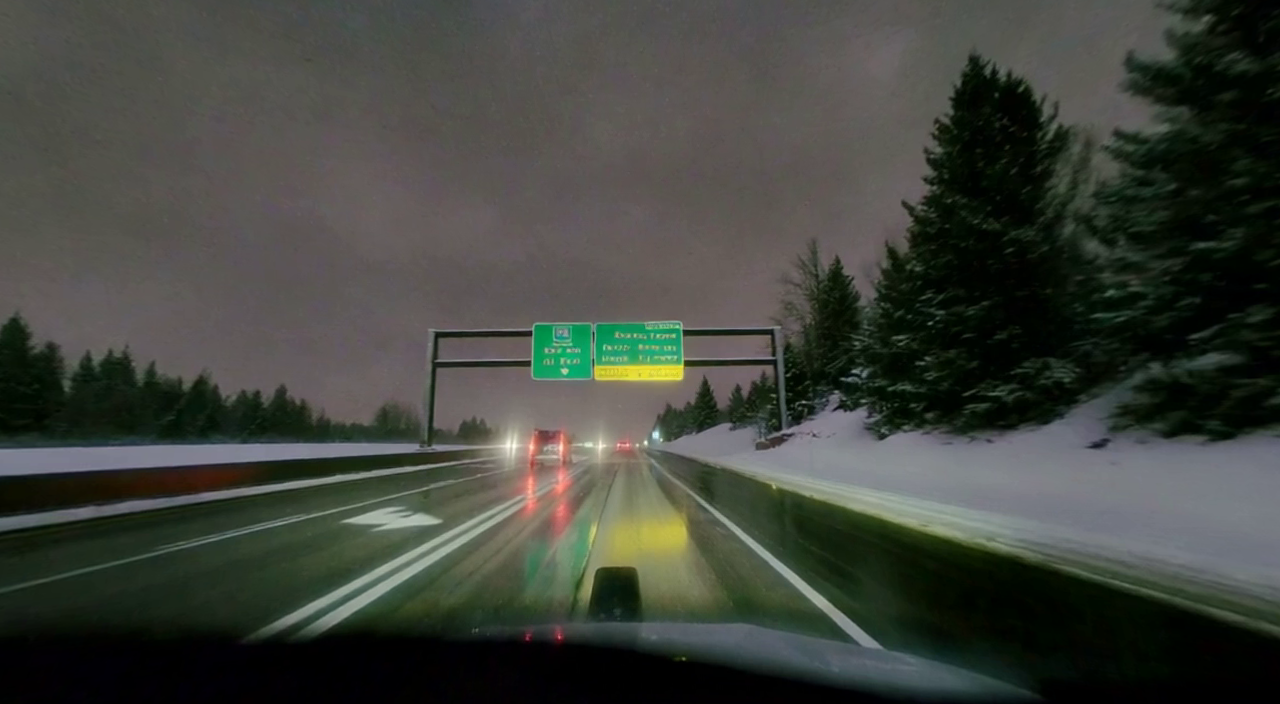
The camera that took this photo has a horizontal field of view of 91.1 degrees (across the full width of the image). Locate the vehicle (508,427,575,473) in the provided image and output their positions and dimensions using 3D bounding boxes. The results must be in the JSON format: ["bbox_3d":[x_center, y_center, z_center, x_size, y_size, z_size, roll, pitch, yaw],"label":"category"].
[{"bbox_3d":[-4.496,4.566,29.671,2.281,1.957,5.713,0,-8,0],"label":"vehicle"}]
